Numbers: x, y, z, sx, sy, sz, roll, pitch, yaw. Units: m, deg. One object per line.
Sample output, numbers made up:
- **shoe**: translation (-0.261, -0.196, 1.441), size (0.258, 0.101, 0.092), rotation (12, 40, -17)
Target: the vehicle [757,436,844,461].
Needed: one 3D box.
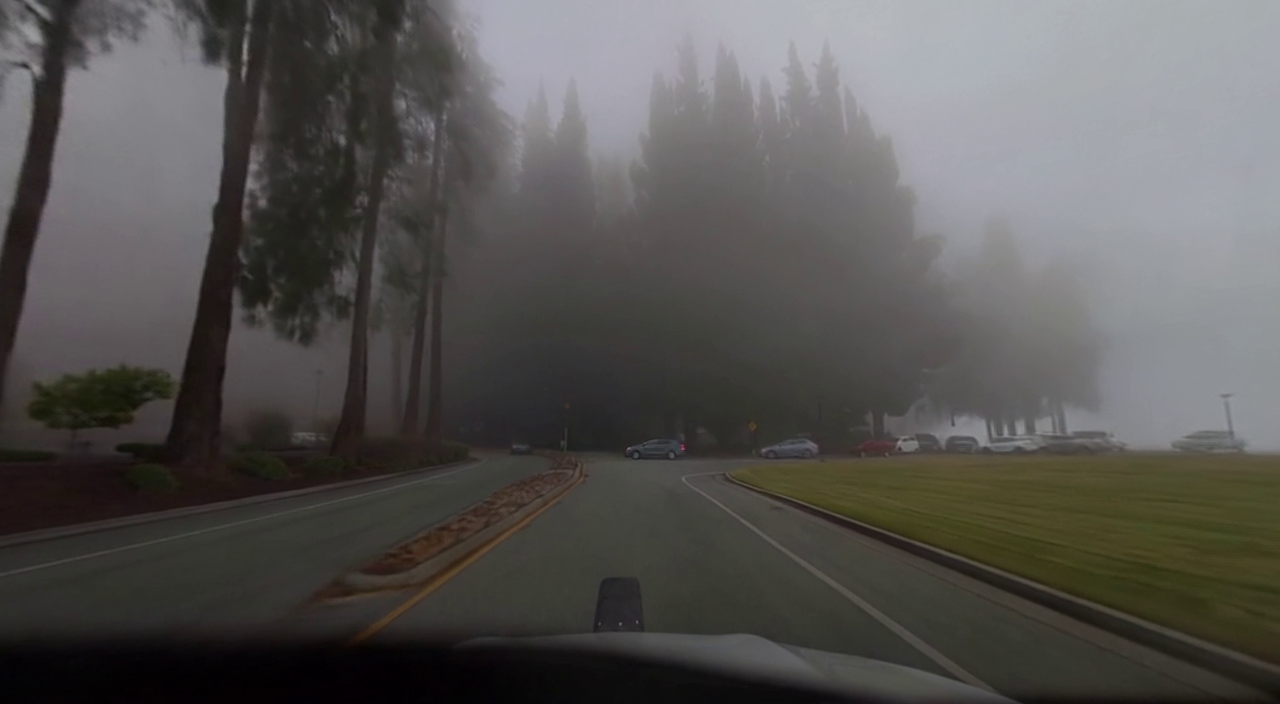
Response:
- **vehicle**: translation (10.088, 6.106, 39.983), size (4.870, 1.507, 2.073), rotation (-1, -8, 0)

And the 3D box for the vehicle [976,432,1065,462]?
- **vehicle**: translation (21.107, 5.297, 35.113), size (3.830, 1.429, 1.890), rotation (4, -10, -10)

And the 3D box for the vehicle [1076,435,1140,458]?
- **vehicle**: translation (36.077, 7.301, 48.834), size (1.790, 1.665, 3.807), rotation (1, -8, -4)

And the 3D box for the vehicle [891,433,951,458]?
- **vehicle**: translation (20.670, 6.895, 46.623), size (2.023, 1.736, 4.227), rotation (1, -8, -8)

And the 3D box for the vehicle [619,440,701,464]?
- **vehicle**: translation (1.309, 6.593, 41.816), size (4.890, 1.478, 2.253), rotation (-6, -10, 31)

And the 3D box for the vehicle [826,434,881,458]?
- **vehicle**: translation (15.449, 6.863, 46.064), size (2.073, 1.642, 4.468), rotation (0, -8, -6)

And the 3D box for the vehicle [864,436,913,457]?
- **vehicle**: translation (17.942, 6.858, 45.729), size (1.673, 1.436, 3.700), rotation (1, -8, -8)
